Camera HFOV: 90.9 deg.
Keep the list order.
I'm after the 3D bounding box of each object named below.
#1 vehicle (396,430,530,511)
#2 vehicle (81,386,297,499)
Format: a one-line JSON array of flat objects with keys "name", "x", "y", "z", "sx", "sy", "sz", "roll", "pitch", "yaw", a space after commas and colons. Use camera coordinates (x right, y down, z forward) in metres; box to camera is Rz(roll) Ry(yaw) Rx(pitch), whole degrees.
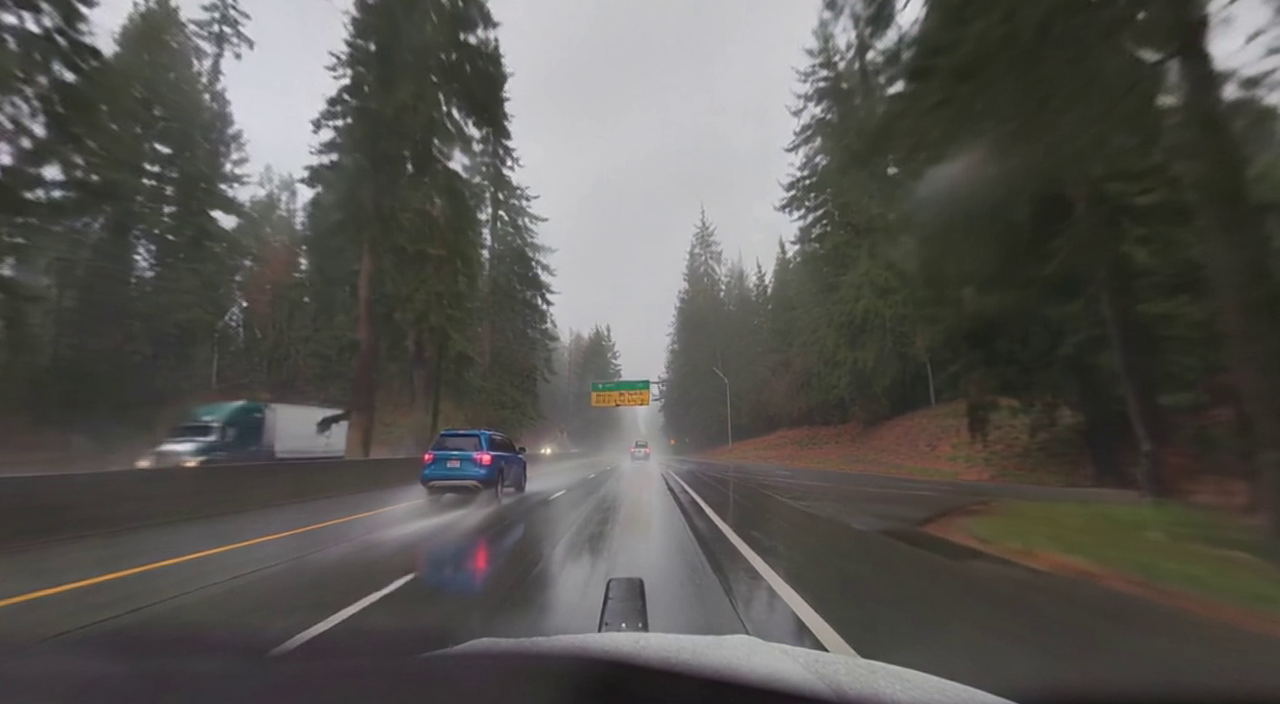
[{"name": "vehicle", "x": -4.288, "y": 2.936, "z": 16.184, "sx": 2.084, "sy": 1.752, "sz": 4.479, "roll": 0, "pitch": -8, "yaw": 1}, {"name": "vehicle", "x": -18.161, "y": 3.791, "z": 26.409, "sx": 3.027, "sy": 3.973, "sz": 7.954, "roll": 0, "pitch": -8, "yaw": 0}]
